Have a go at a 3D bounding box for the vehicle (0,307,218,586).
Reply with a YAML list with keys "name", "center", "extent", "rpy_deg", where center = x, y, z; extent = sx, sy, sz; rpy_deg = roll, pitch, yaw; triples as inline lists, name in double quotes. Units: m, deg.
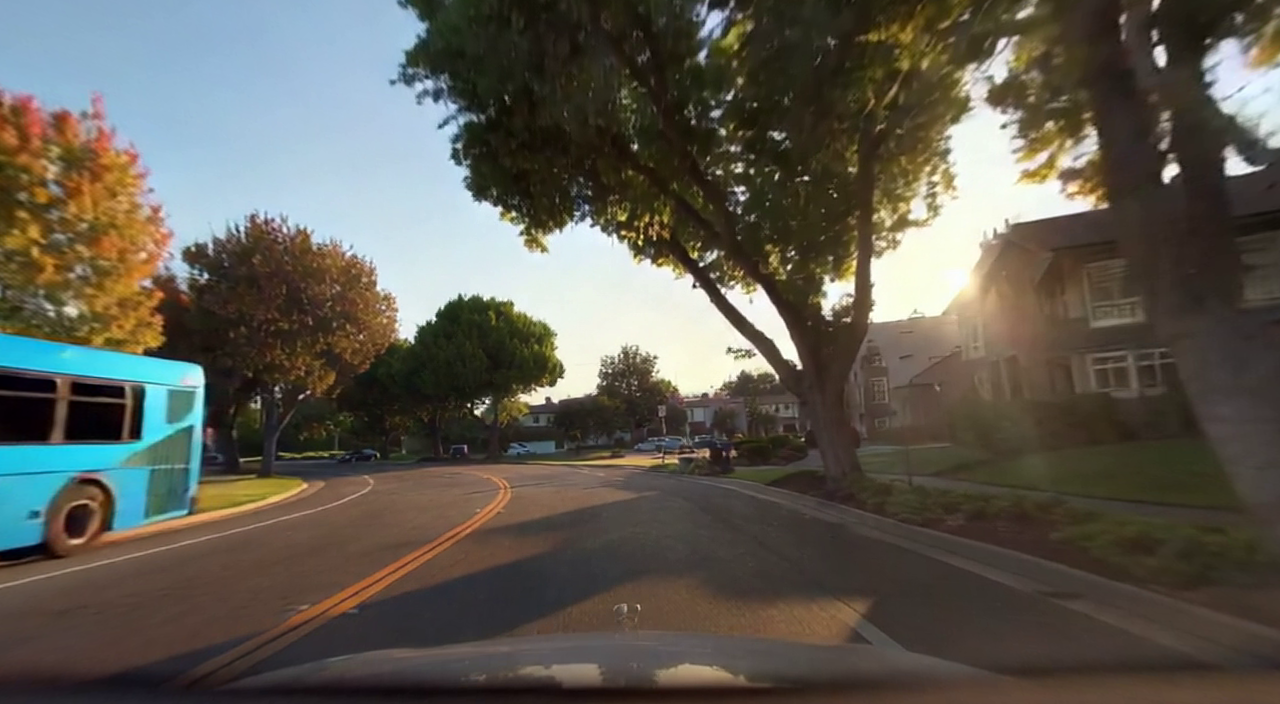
- name: "vehicle"
  center: [-8.376, 0.902, 5.984]
  extent: [2.886, 2.994, 8.380]
  rpy_deg: [0, -8, 0]
